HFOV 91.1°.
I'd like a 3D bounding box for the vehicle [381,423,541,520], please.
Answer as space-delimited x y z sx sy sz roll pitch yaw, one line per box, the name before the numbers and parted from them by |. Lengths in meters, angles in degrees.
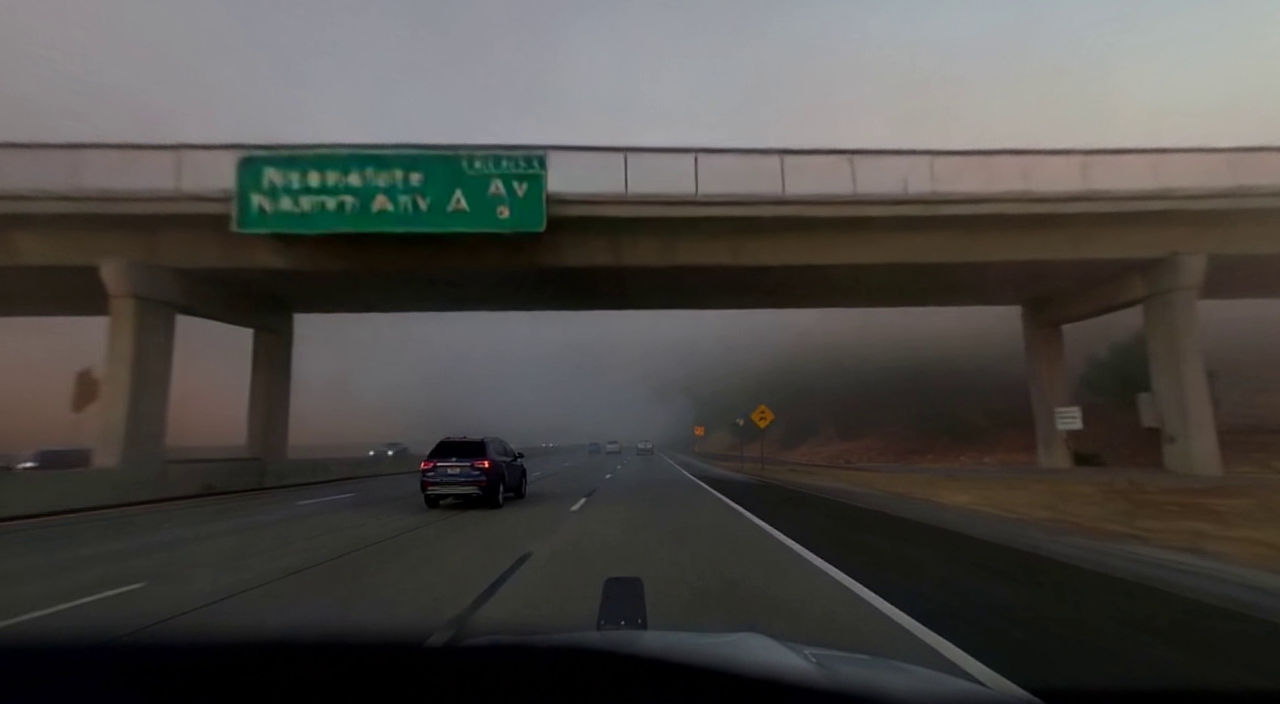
vehicle | -3.513 2.440 13.367 2.048 1.705 4.384 0 -8 1
